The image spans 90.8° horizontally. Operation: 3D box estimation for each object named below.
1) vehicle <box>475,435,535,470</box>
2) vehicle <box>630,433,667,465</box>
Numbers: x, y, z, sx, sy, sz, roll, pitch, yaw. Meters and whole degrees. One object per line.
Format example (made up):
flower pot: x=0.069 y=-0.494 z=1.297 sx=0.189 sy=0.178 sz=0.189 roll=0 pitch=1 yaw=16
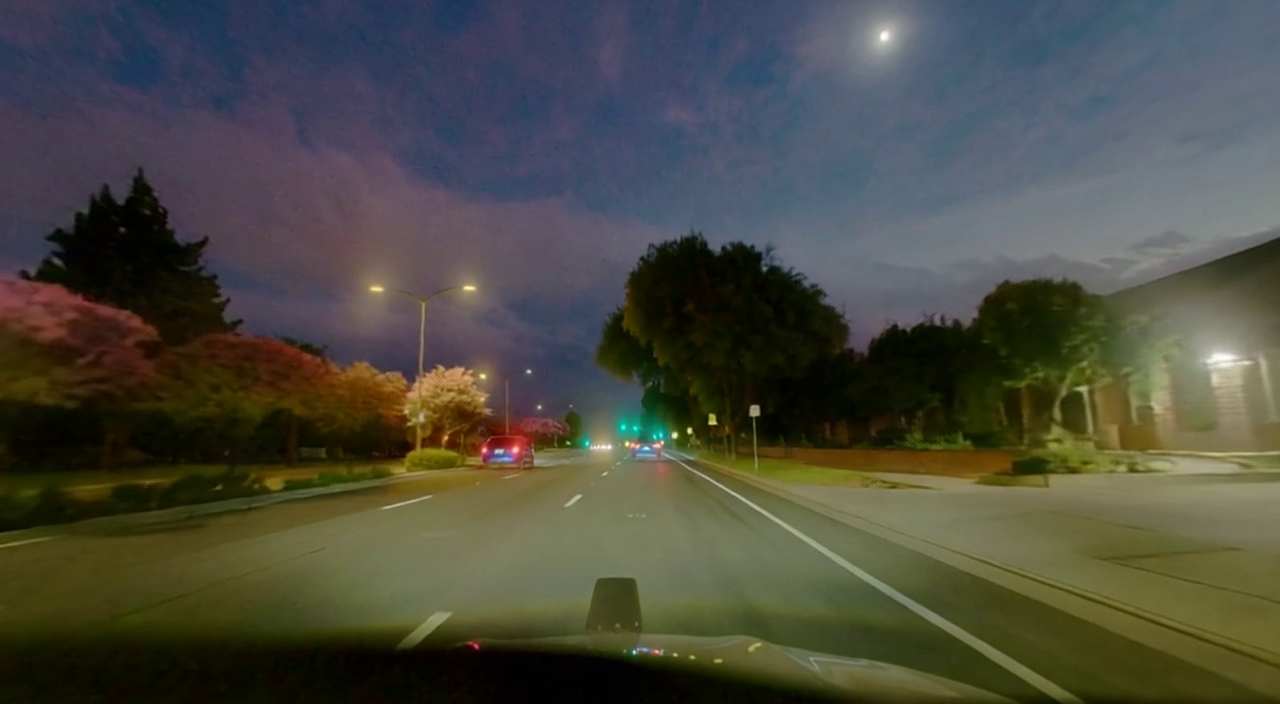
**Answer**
vehicle: x=-6.757 y=5.112 z=32.226 sx=1.993 sy=1.657 sz=4.487 roll=0 pitch=-8 yaw=1
vehicle: x=0.508 y=5.726 z=37.393 sx=2.070 sy=1.764 sz=4.552 roll=0 pitch=-8 yaw=1
